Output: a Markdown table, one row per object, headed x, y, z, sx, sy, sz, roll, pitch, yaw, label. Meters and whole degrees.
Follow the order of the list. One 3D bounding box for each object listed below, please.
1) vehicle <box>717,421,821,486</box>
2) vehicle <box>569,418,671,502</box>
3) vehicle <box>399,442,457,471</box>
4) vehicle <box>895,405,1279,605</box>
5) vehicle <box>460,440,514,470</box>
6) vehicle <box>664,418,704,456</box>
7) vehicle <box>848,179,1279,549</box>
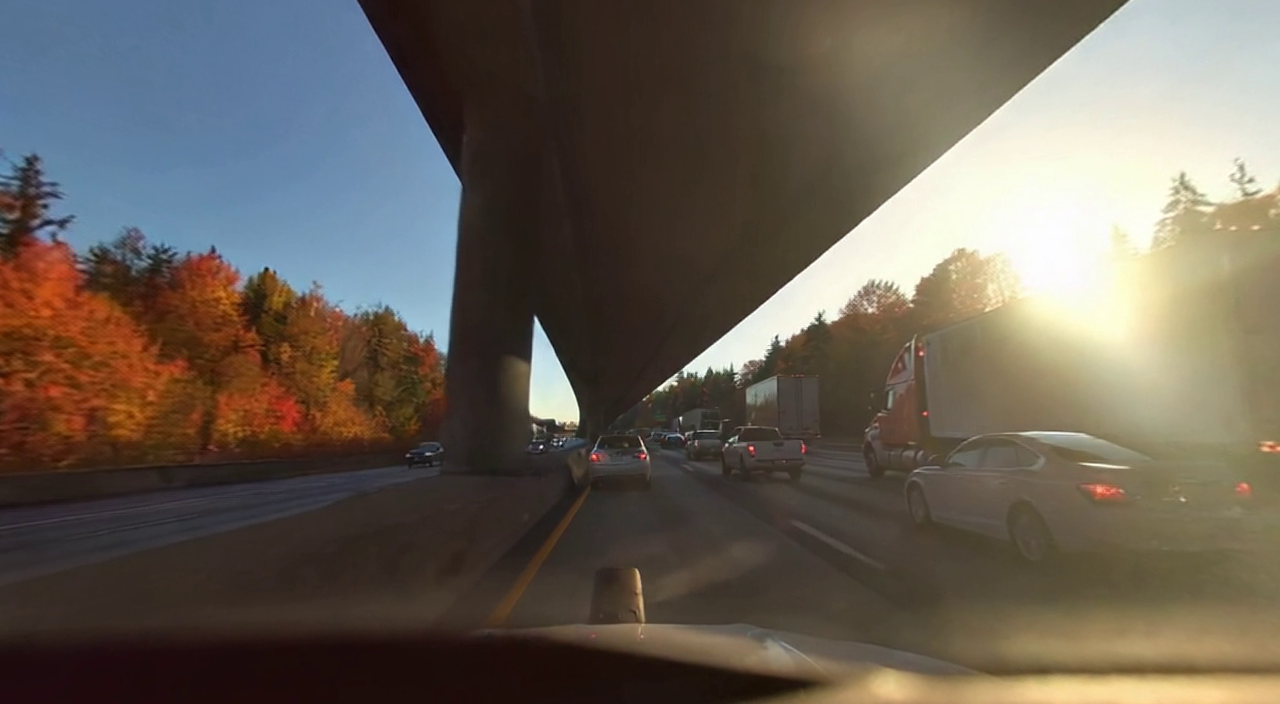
| x | y | z | sx | sy | sz | roll | pitch | yaw | label |
| --- | --- | --- | --- | --- | --- | --- | --- | --- | --- |
| 3.676 | 2.974 | 18.758 | 2.147 | 1.707 | 3.963 | 0 | -8 | -2 | vehicle |
| -0.445 | 2.507 | 15.110 | 2.087 | 1.709 | 4.455 | 0 | -8 | -1 | vehicle |
| -12.415 | 6.129 | 37.090 | 1.962 | 1.575 | 4.204 | 0 | -8 | 0 | vehicle |
| 4.724 | 1.447 | 6.914 | 2.040 | 1.523 | 4.068 | 0 | -8 | -1 | vehicle |
| -8.333 | 5.634 | 34.594 | 1.921 | 1.533 | 4.091 | 0 | -8 | 0 | vehicle |
| 3.156 | 6.273 | 46.378 | 2.395 | 2.656 | 6.037 | 0 | -8 | -1 | vehicle |
| 8.398 | 1.018 | 13.550 | 2.867 | 4.066 | 13.802 | 0 | -8 | -1 | vehicle |
